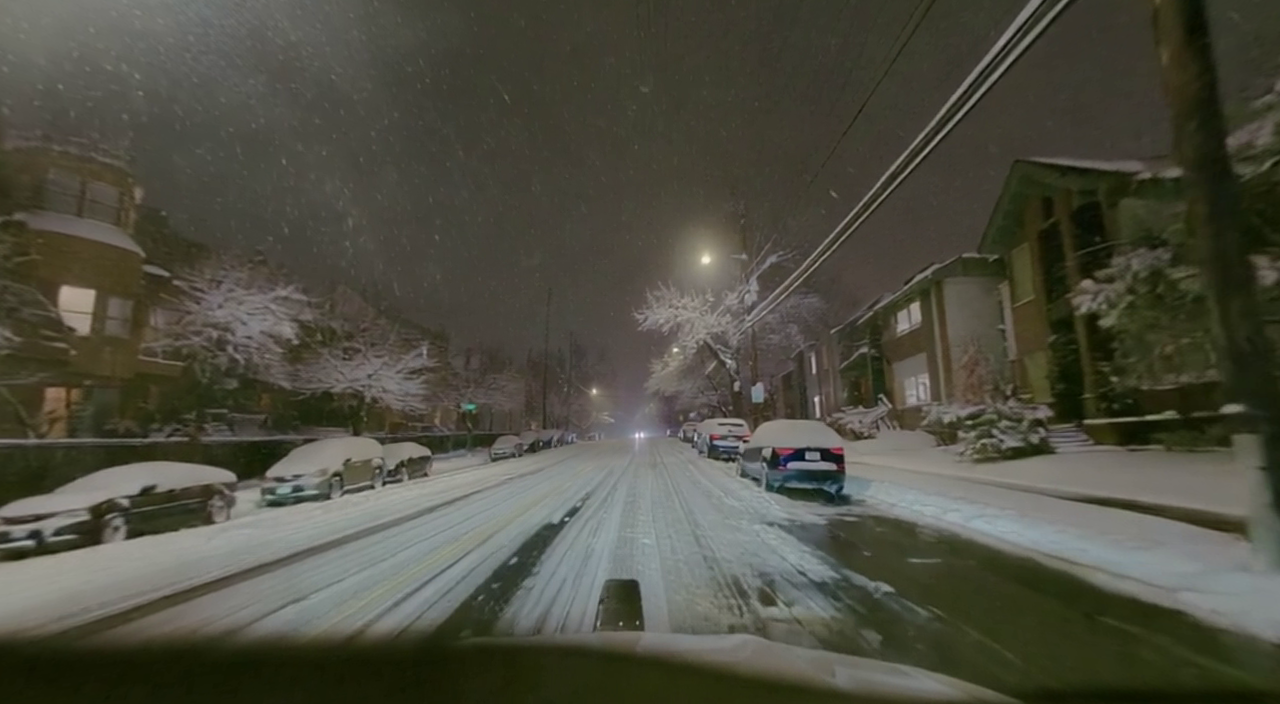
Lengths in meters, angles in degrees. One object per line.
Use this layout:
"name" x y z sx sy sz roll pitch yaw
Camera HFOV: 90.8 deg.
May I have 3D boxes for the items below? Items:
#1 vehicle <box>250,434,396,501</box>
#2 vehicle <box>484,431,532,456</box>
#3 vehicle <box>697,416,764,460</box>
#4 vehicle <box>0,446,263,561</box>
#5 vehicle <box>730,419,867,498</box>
"vehicle" -9.347 3.395 19.136 2.061 1.748 4.316 -1 -8 2
"vehicle" -8.767 6.140 42.364 2.208 1.508 4.590 -1 -8 1
"vehicle" 3.924 3.841 28.376 2.225 1.759 4.817 -1 -7 -1
"vehicle" -9.503 2.625 11.830 1.926 1.652 4.527 -1 -8 3
"vehicle" 3.720 2.526 15.817 2.089 1.638 4.628 -1 -6 -2
